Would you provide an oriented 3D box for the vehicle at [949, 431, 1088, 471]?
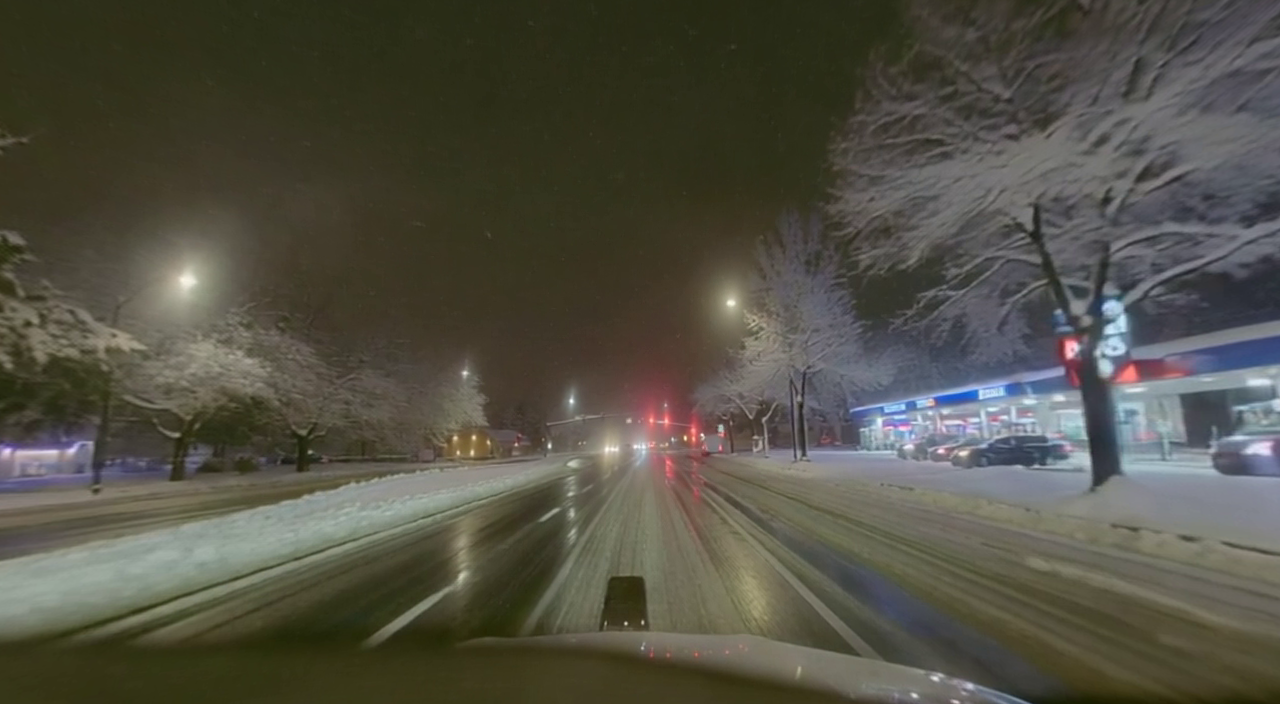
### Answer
[{"bbox_3d":[15.201,3.964,25.403,4.510,1.517,2.035,1,-8,-12],"label":"vehicle"}]
